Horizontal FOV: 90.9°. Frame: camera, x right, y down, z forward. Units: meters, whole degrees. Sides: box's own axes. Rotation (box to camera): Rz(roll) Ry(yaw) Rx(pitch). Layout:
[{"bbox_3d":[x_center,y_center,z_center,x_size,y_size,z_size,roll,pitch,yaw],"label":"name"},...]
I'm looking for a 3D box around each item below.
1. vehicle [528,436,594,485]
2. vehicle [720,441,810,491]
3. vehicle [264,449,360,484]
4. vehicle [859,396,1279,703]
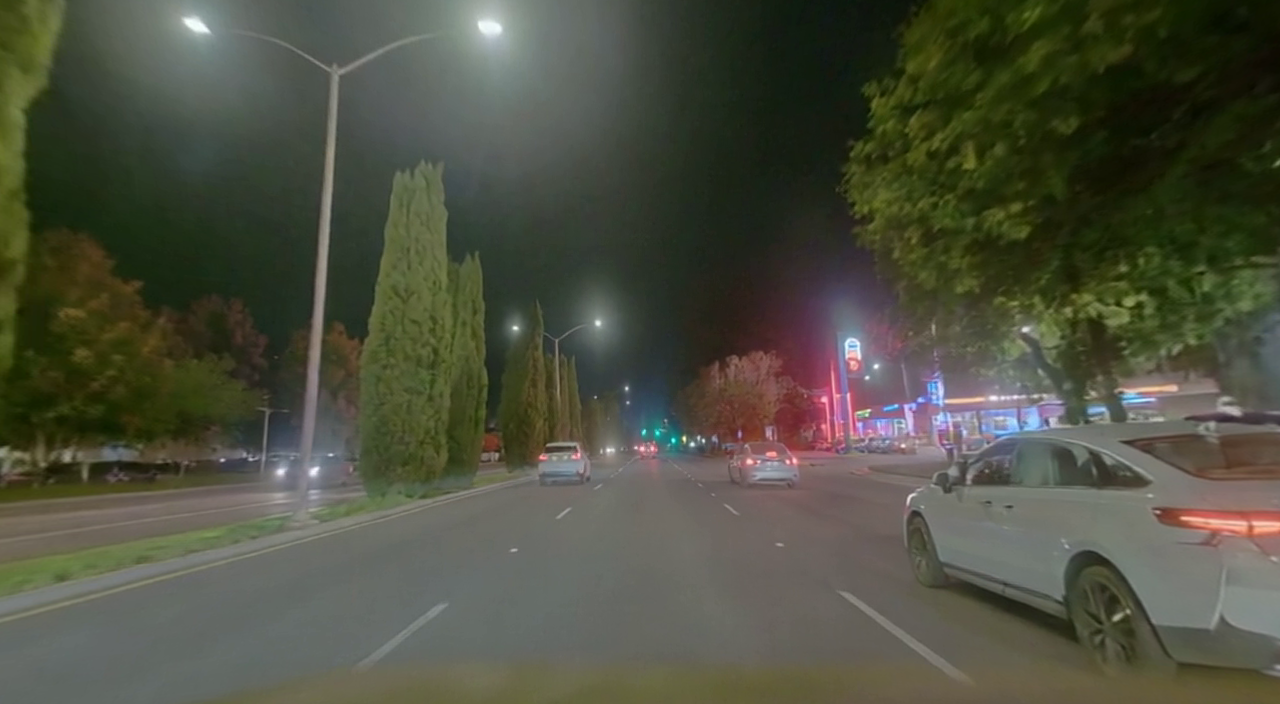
[{"bbox_3d":[-2.998,4.222,24.804,1.981,1.731,4.360,0,-9,1],"label":"vehicle"},{"bbox_3d":[4.085,3.801,21.488,2.036,1.480,4.659,0,-8,-1],"label":"vehicle"},{"bbox_3d":[-19.296,6.722,37.517,2.501,1.862,5.754,-1,-9,2],"label":"vehicle"},{"bbox_3d":[3.494,1.258,4.755,1.976,1.491,4.714,0,-8,0],"label":"vehicle"}]
